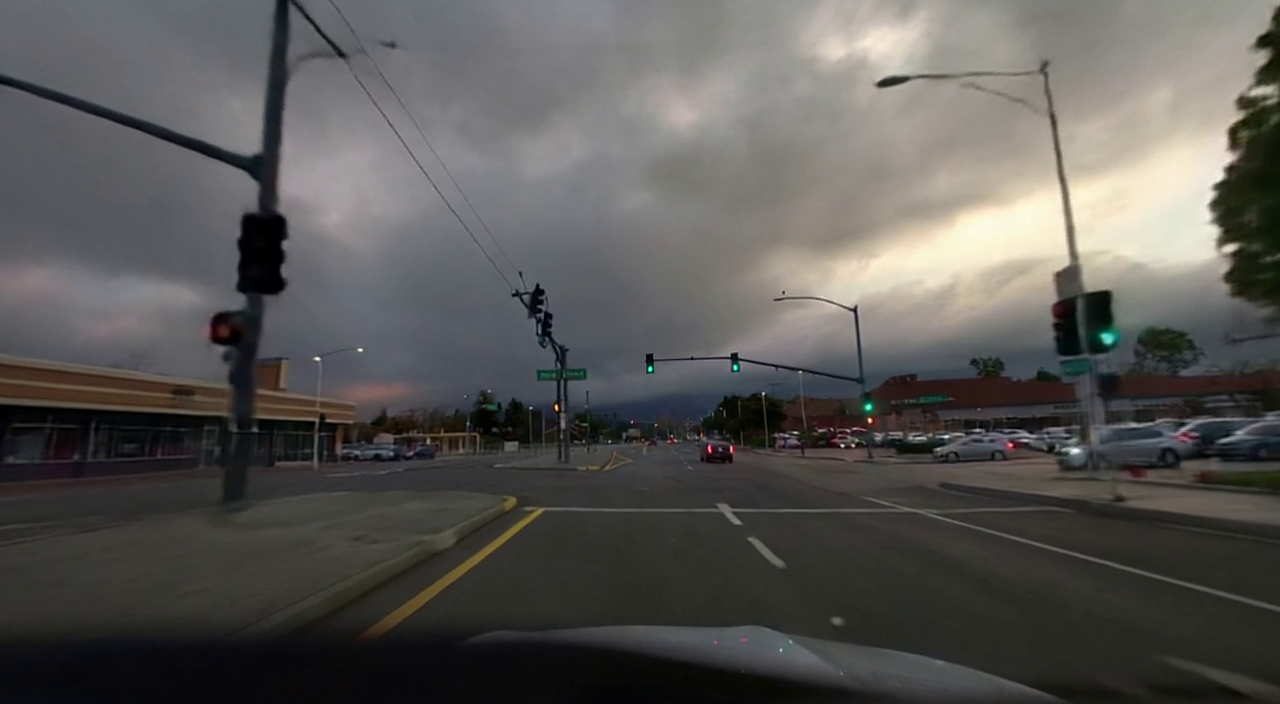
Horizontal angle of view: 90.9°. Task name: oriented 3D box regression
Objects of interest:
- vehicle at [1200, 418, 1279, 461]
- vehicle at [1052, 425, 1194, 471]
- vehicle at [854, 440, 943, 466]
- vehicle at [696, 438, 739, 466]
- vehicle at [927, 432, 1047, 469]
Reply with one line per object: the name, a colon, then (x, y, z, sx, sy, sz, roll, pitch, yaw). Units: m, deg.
vehicle: (26.977, 3.751, 26.980, 4.280, 1.734, 1.964, 1, -8, -6)
vehicle: (20.484, 4.074, 26.854, 4.341, 1.845, 1.984, 0, -8, 0)
vehicle: (15.344, 5.981, 37.515, 4.581, 1.434, 1.893, -5, -10, 31)
vehicle: (4.497, 5.906, 37.308, 2.038, 1.528, 4.259, 0, -8, 1)
vehicle: (16.657, 4.752, 30.470, 4.491, 1.702, 2.094, -1, -8, 7)
